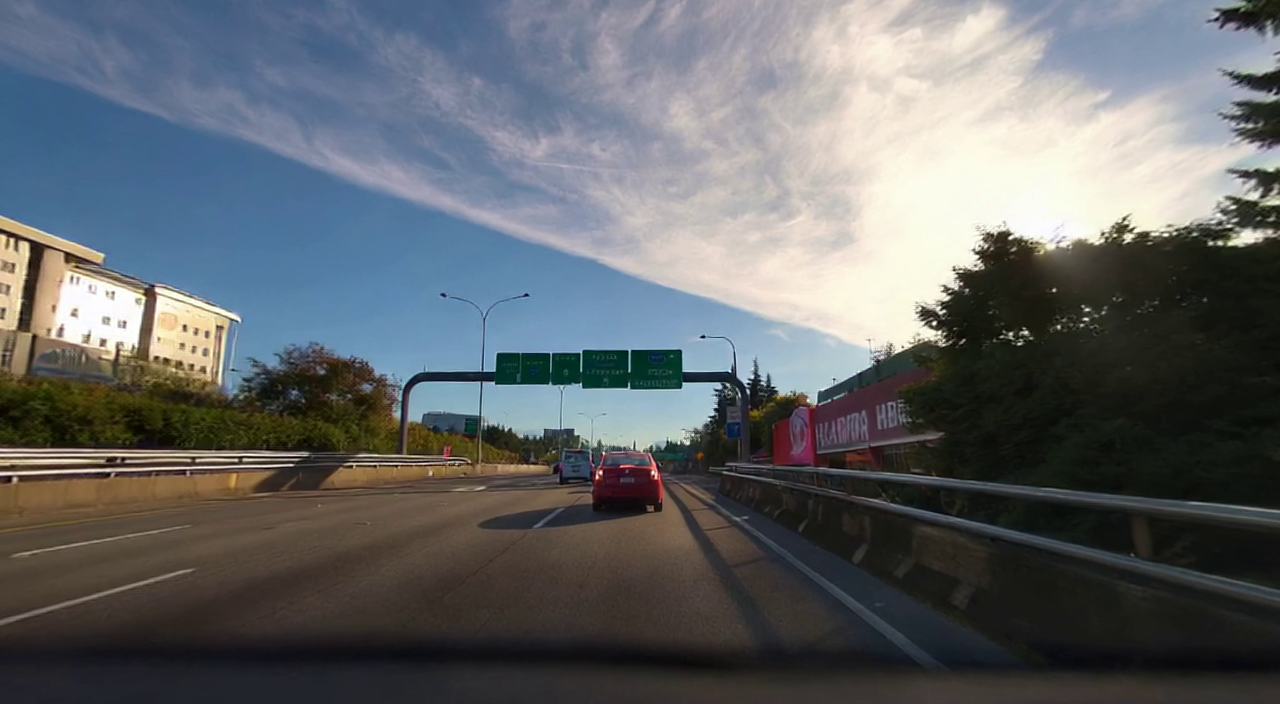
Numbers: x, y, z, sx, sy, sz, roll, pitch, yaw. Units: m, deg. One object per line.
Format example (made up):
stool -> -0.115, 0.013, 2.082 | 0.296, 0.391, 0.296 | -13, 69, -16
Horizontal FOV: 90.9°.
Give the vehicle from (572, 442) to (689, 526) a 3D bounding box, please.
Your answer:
vehicle -> -0.176, 2.640, 13.137 | 2.063, 1.442, 3.933 | 0, -9, 0
